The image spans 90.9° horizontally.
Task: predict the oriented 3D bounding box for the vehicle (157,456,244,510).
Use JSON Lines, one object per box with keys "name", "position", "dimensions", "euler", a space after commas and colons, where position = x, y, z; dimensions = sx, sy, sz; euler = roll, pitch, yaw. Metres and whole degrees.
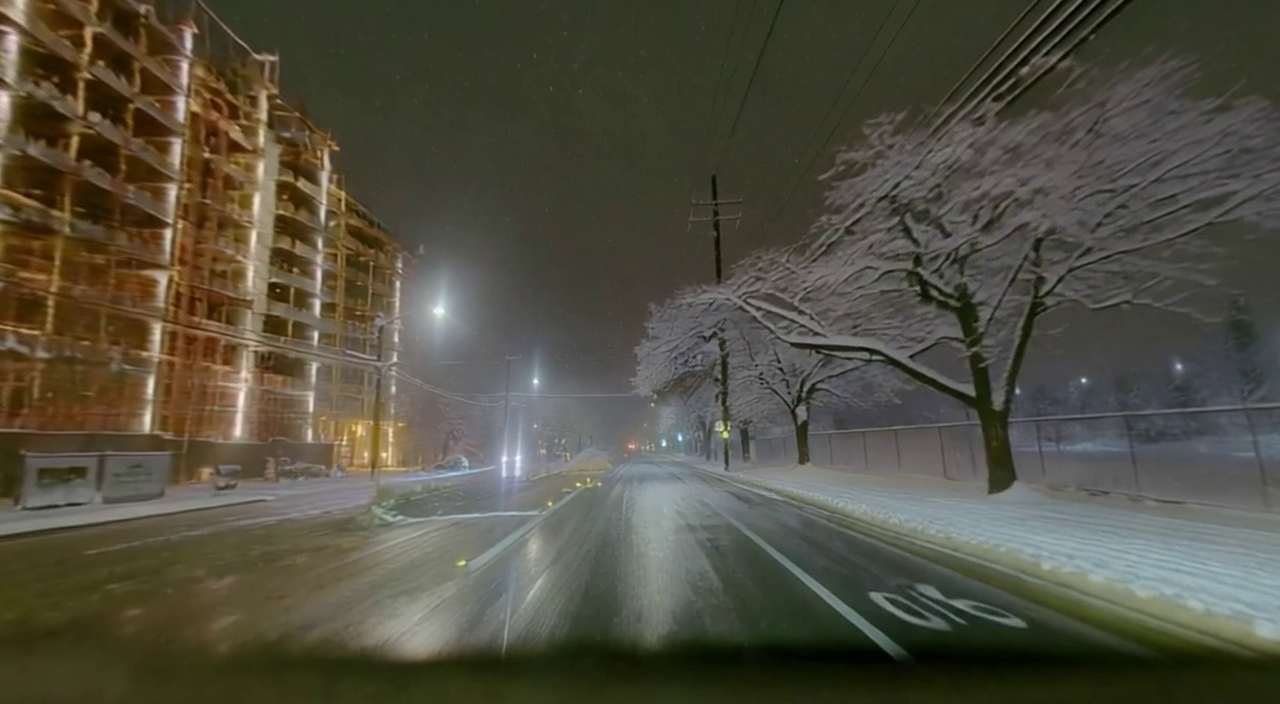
{"name": "vehicle", "position": [-15.851, 4.675, 22.997], "dimensions": [2.002, 1.683, 4.664], "euler": [4, -10, -28]}
